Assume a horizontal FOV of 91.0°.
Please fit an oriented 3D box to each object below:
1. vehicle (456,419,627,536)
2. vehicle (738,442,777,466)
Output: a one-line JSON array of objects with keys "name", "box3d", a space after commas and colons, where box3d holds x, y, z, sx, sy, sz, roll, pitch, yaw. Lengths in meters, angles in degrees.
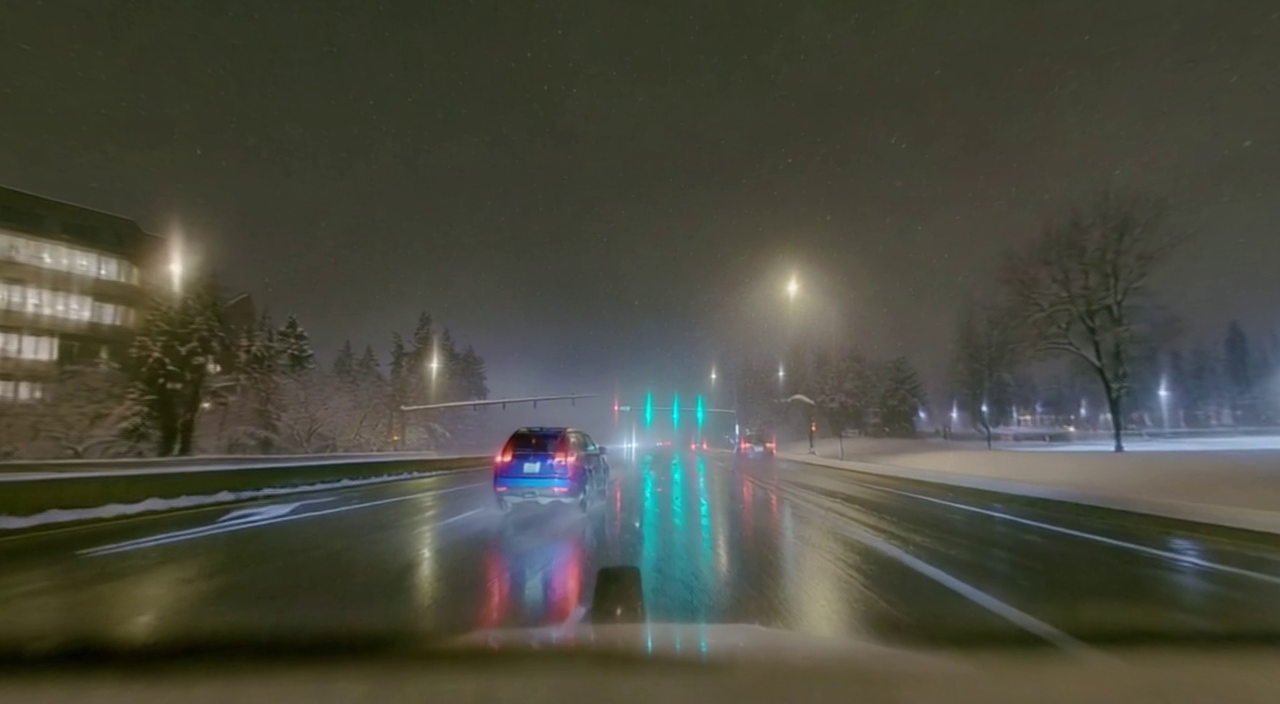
[{"name": "vehicle", "box3d": [-1.528, 2.209, 11.704, 2.033, 1.713, 4.503, -1, -9, 6]}, {"name": "vehicle", "box3d": [7.490, 6.545, 40.511, 1.983, 1.464, 4.472, -1, -9, 4]}]
